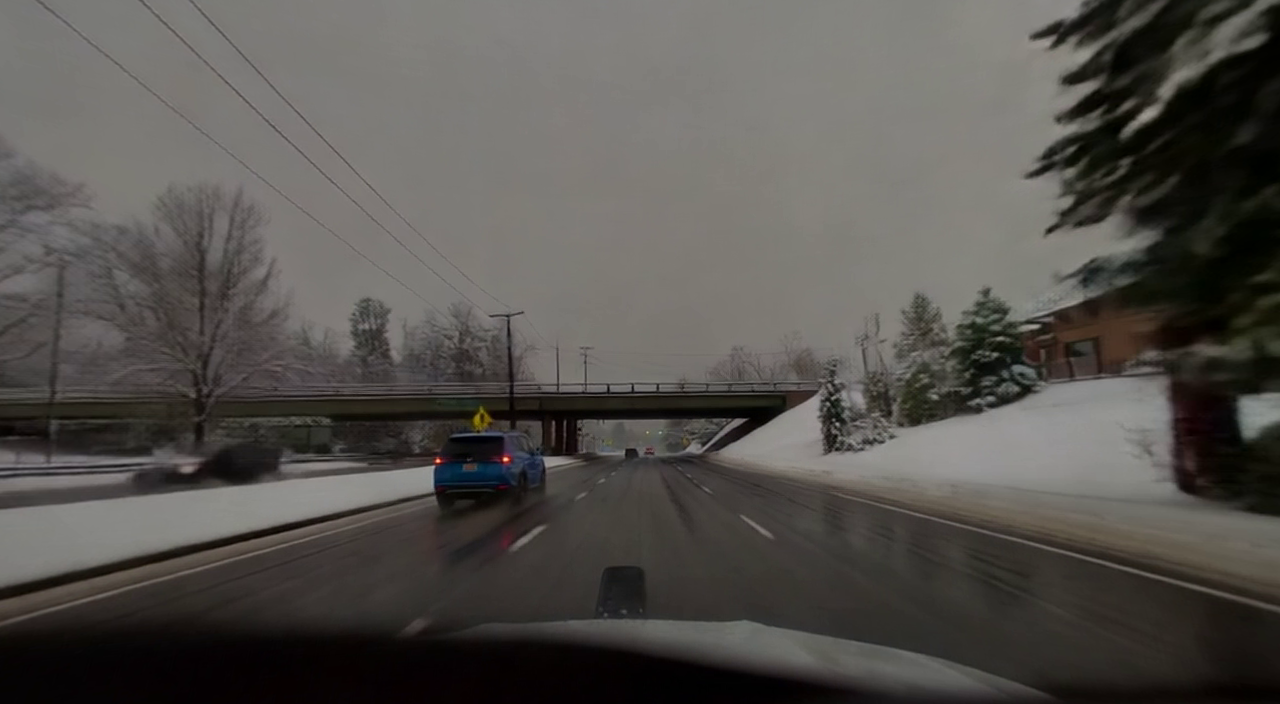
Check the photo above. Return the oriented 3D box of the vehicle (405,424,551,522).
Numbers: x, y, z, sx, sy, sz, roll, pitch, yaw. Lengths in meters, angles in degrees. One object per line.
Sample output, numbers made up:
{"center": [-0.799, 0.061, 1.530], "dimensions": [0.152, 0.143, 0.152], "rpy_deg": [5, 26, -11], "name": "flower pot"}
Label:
{"center": [-3.180, 2.493, 13.346], "dimensions": [1.882, 1.704, 4.335], "rpy_deg": [-1, -9, 1], "name": "vehicle"}
